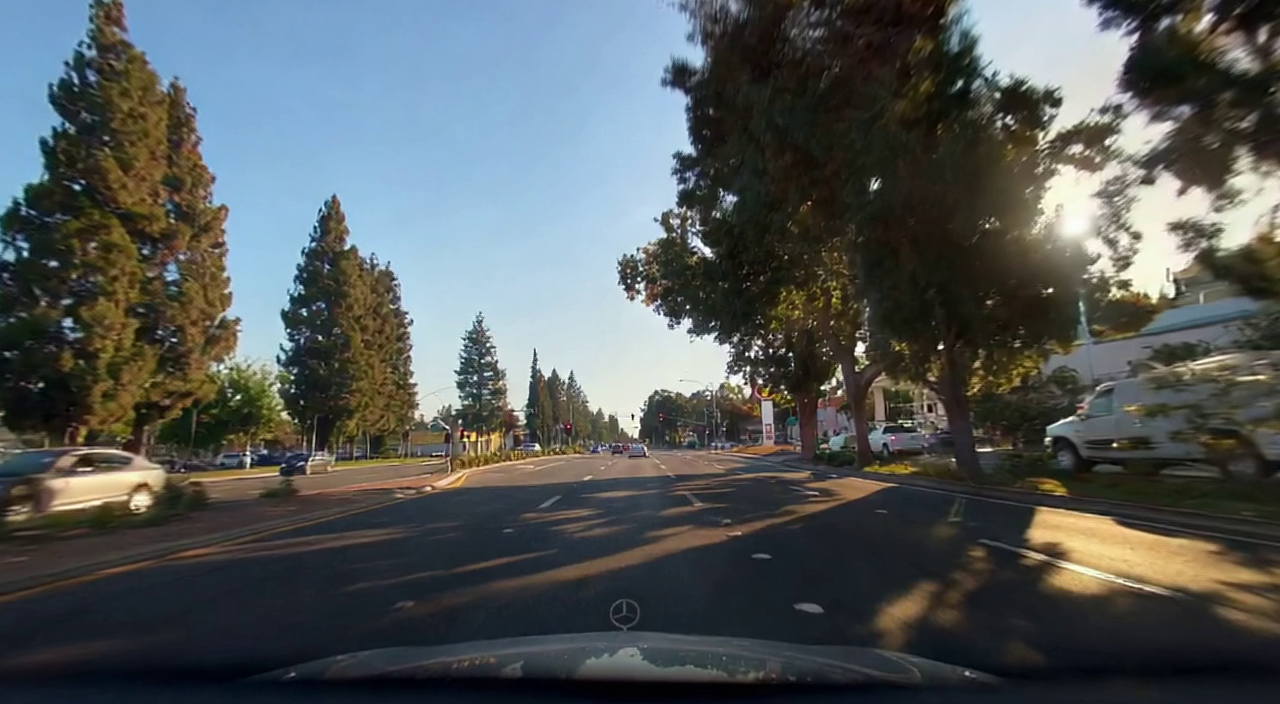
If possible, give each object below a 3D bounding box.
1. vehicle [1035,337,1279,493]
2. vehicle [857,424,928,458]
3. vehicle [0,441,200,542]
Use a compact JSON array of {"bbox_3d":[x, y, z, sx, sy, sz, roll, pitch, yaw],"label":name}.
[{"bbox_3d":[15.467,1.876,17.162,3.129,3.430,8.253,0,-9,-8],"label":"vehicle"},{"bbox_3d":[14.312,5.109,36.226,2.249,1.793,5.763,-1,-8,6],"label":"vehicle"},{"bbox_3d":[-10.454,2.356,11.339,1.955,1.474,4.429,0,-8,-1],"label":"vehicle"}]
